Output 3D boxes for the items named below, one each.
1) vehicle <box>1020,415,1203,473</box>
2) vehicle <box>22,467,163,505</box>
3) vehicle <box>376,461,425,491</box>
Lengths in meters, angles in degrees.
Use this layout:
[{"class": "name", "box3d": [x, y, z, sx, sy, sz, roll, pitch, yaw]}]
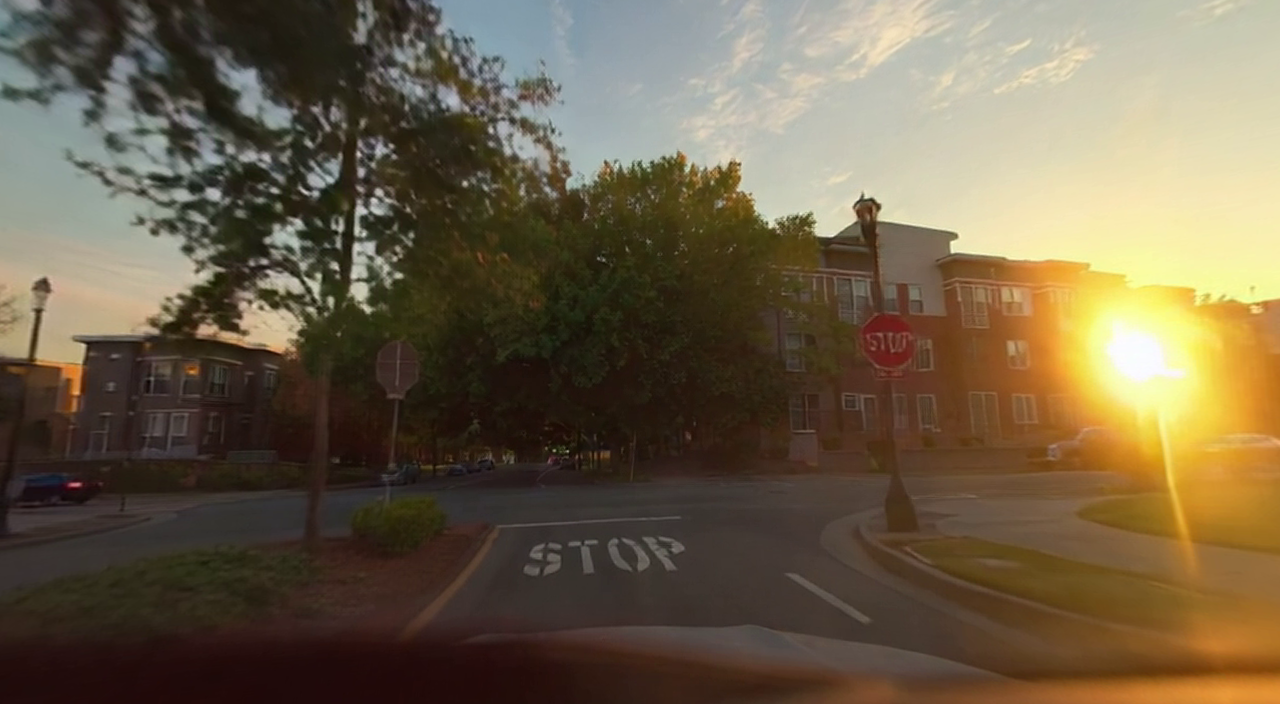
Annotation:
[{"class": "vehicle", "box3d": [18.273, 3.631, 24.680, 5.213, 1.850, 2.126, -4, -10, 3]}, {"class": "vehicle", "box3d": [-24.162, 5.932, 27.919, 4.654, 1.503, 1.951, -2, -9, 6]}, {"class": "vehicle", "box3d": [-13.978, 7.232, 36.972, 2.027, 1.475, 4.522, 2, -9, -13]}]
